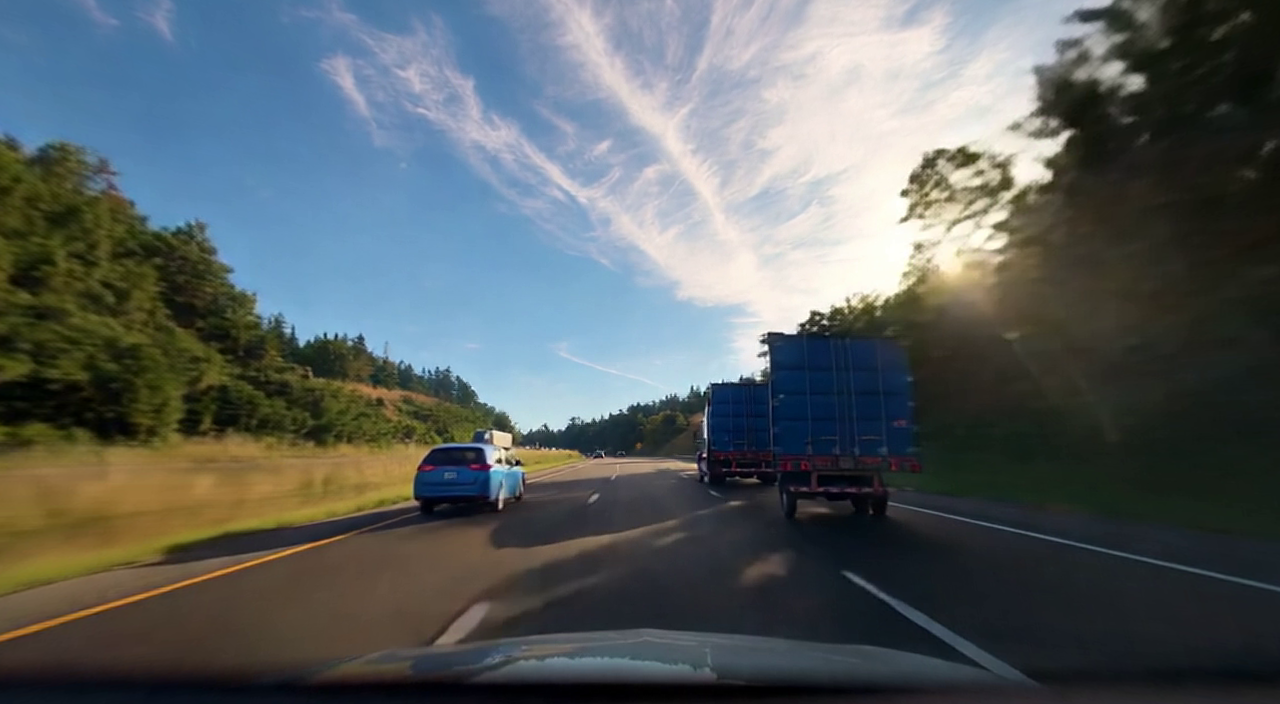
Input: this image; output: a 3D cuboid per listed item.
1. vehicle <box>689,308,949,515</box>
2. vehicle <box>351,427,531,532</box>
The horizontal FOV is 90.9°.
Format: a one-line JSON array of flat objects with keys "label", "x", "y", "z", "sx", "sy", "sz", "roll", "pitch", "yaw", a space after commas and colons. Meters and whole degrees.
[{"label": "vehicle", "x": 4.262, "y": 2.514, "z": 21.581, "sx": 3.532, "sy": 4.201, "sz": 17.611, "roll": 0, "pitch": -9, "yaw": -1}, {"label": "vehicle", "x": -3.579, "y": 2.388, "z": 12.350, "sx": 2.115, "sy": 1.670, "sz": 4.261, "roll": 0, "pitch": -9, "yaw": 0}]
